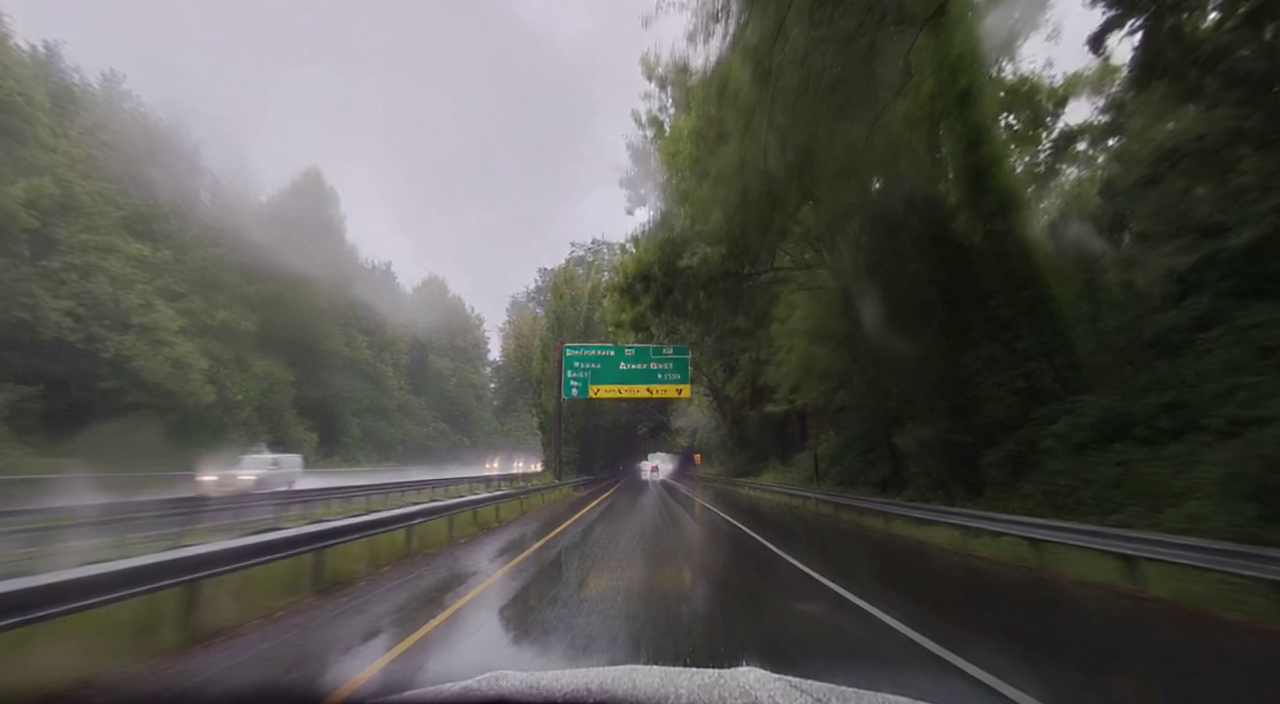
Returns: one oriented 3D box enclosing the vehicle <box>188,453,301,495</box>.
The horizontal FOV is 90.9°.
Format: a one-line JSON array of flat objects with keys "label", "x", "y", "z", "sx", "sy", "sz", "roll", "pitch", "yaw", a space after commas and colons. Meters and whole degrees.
[{"label": "vehicle", "x": -16.253, "y": 5.037, "z": 26.181, "sx": 1.898, "sy": 1.547, "sz": 4.194, "roll": 1, "pitch": -10, "yaw": 0}]
